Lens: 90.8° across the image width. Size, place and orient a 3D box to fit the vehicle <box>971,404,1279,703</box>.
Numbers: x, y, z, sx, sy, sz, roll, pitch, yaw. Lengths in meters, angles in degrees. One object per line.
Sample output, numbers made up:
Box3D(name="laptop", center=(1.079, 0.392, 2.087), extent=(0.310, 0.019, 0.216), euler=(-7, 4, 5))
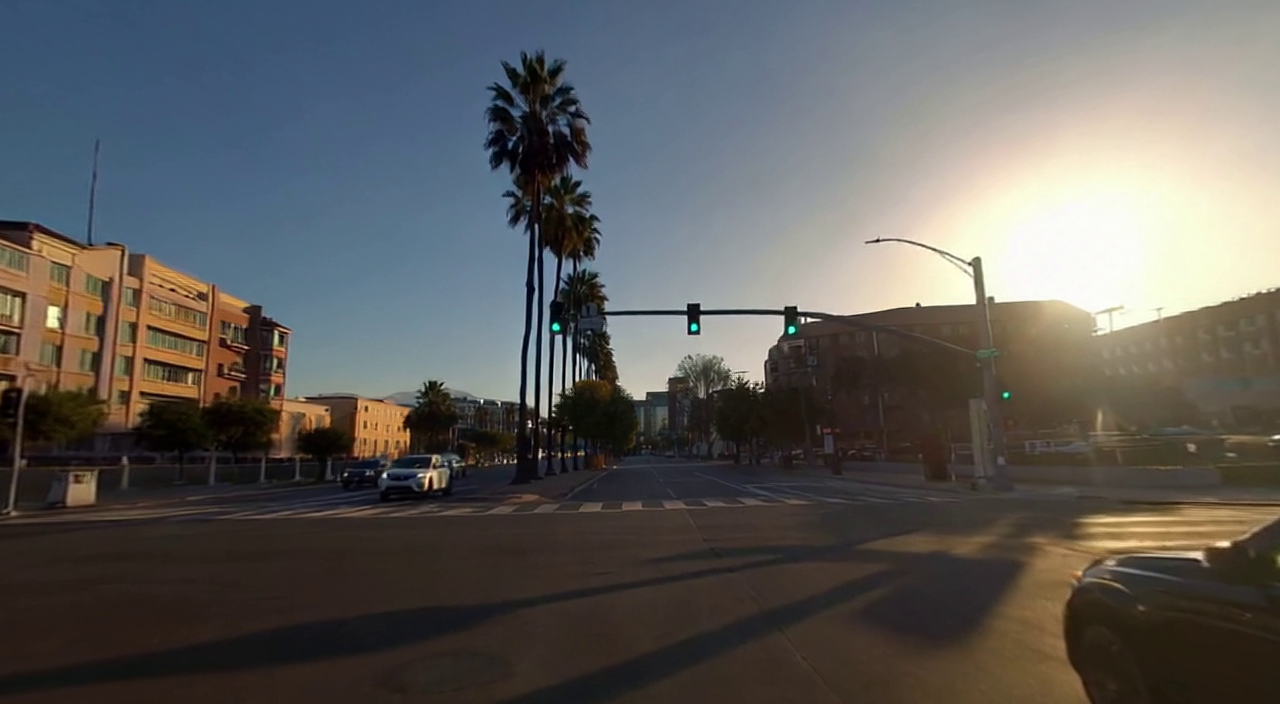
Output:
Box3D(name="vehicle", center=(3.087, 0.859, 1.694), extent=(1.997, 1.473, 4.282), euler=(0, -9, -1))

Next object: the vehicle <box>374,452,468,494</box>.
Box3D(name="vehicle", center=(-8.622, 4.781, 25.318), extent=(2.095, 1.482, 4.523), euler=(0, -9, 1))
